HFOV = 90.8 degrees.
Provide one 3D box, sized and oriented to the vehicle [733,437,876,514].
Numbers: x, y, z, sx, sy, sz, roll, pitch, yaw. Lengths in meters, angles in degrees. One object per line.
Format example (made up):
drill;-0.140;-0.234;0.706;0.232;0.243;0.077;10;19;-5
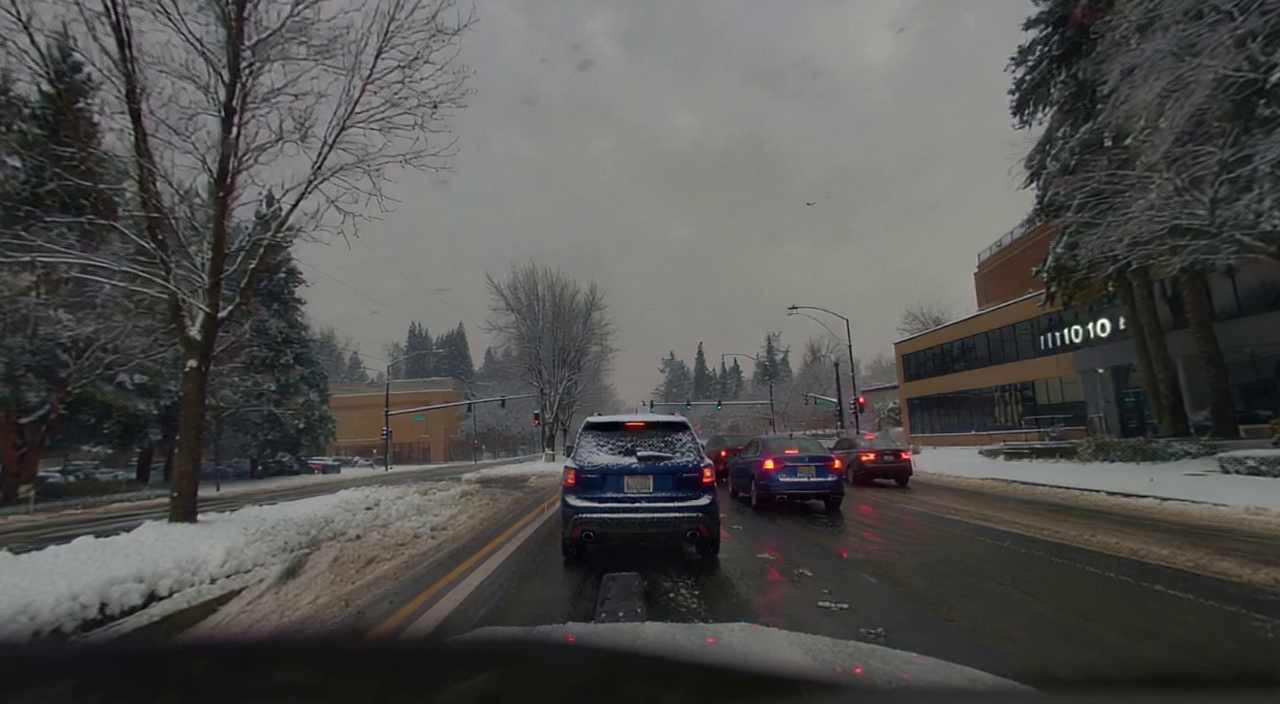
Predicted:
vehicle;3.497;2.718;14.408;1.997;1.471;4.321;0;-9;-1

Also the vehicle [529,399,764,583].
vehicle;0.061;1.659;8.261;2.266;1.762;4.131;0;-9;0

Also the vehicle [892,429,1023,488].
vehicle;10.865;3.696;22.132;2.123;1.812;4.553;0;-9;-1
